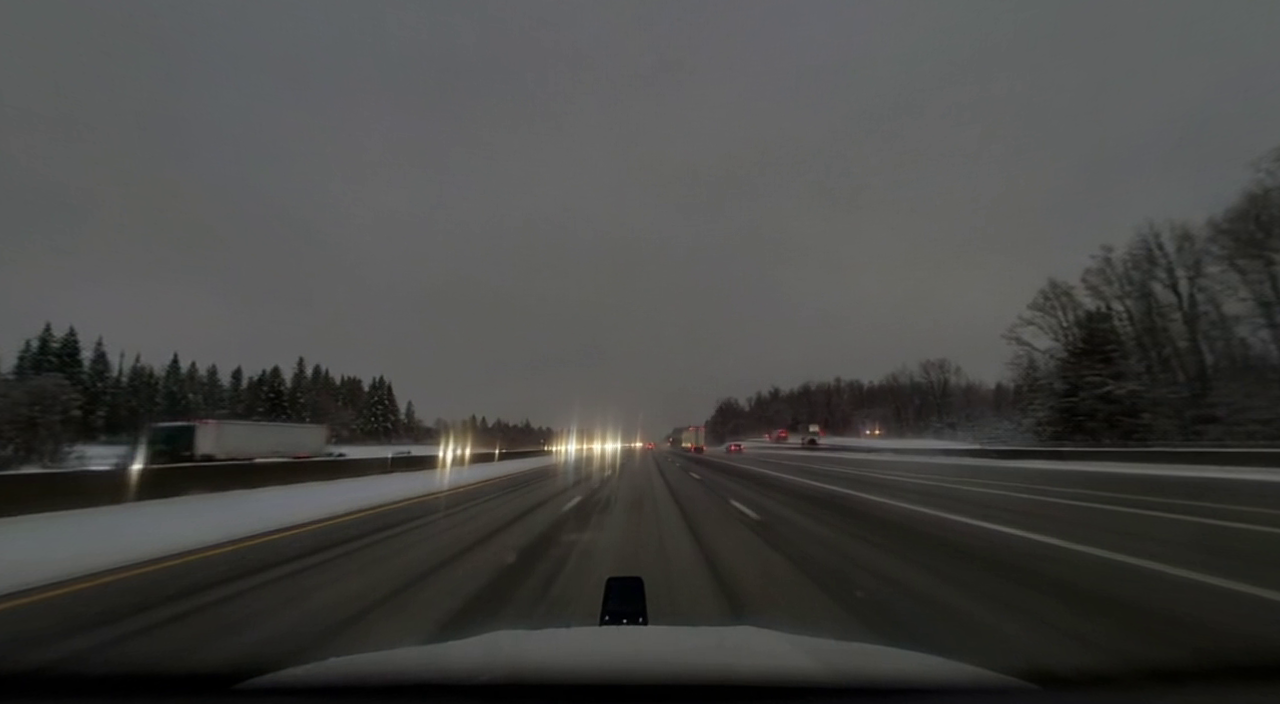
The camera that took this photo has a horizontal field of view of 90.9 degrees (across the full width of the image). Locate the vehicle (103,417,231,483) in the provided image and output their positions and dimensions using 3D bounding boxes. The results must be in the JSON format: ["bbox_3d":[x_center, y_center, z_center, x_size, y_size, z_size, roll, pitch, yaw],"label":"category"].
[{"bbox_3d":[-31.540,6.549,42.516,3.017,4.007,6.914,0,-8,1],"label":"vehicle"}]
